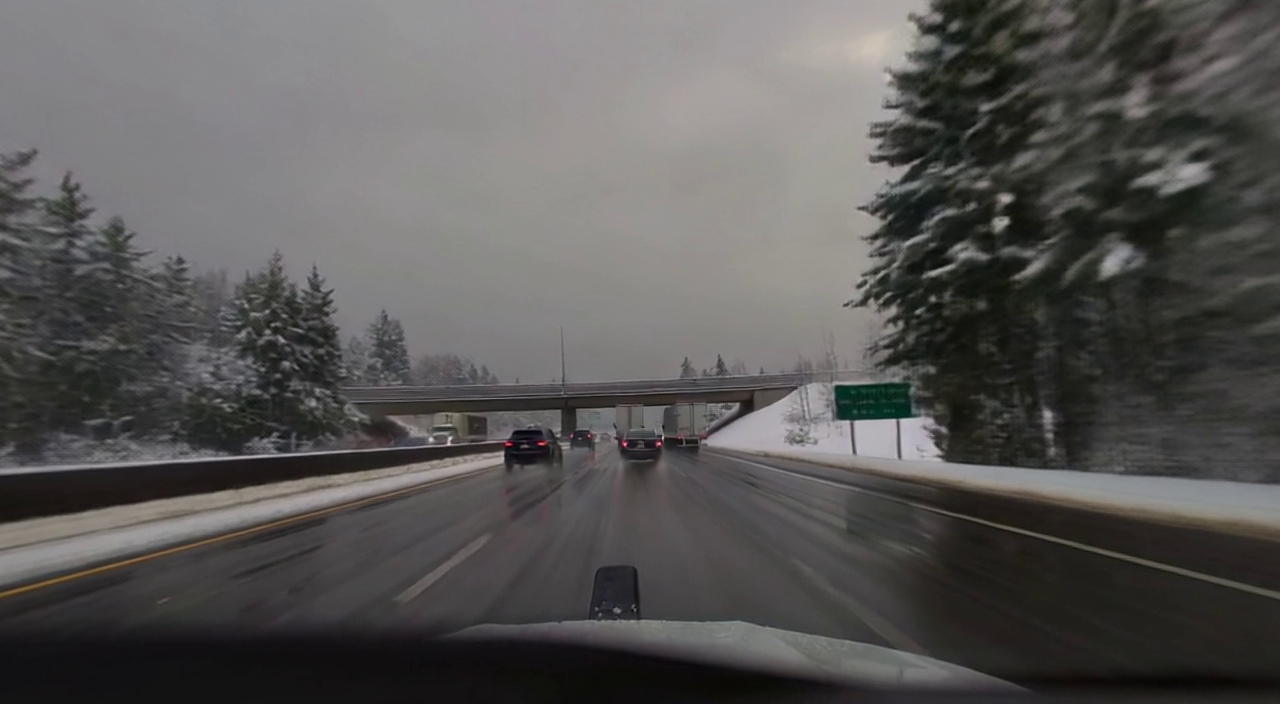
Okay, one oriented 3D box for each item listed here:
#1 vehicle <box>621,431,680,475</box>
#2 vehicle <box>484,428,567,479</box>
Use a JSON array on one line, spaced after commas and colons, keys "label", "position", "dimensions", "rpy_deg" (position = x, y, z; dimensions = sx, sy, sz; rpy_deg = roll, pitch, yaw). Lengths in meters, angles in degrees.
[{"label": "vehicle", "position": [0.322, 3.751, 23.729], "dimensions": [2.059, 1.522, 3.693], "rpy_deg": [0, -8, -1]}, {"label": "vehicle", "position": [-3.761, 3.405, 21.578], "dimensions": [1.979, 1.527, 4.754], "rpy_deg": [0, -8, 0]}]
